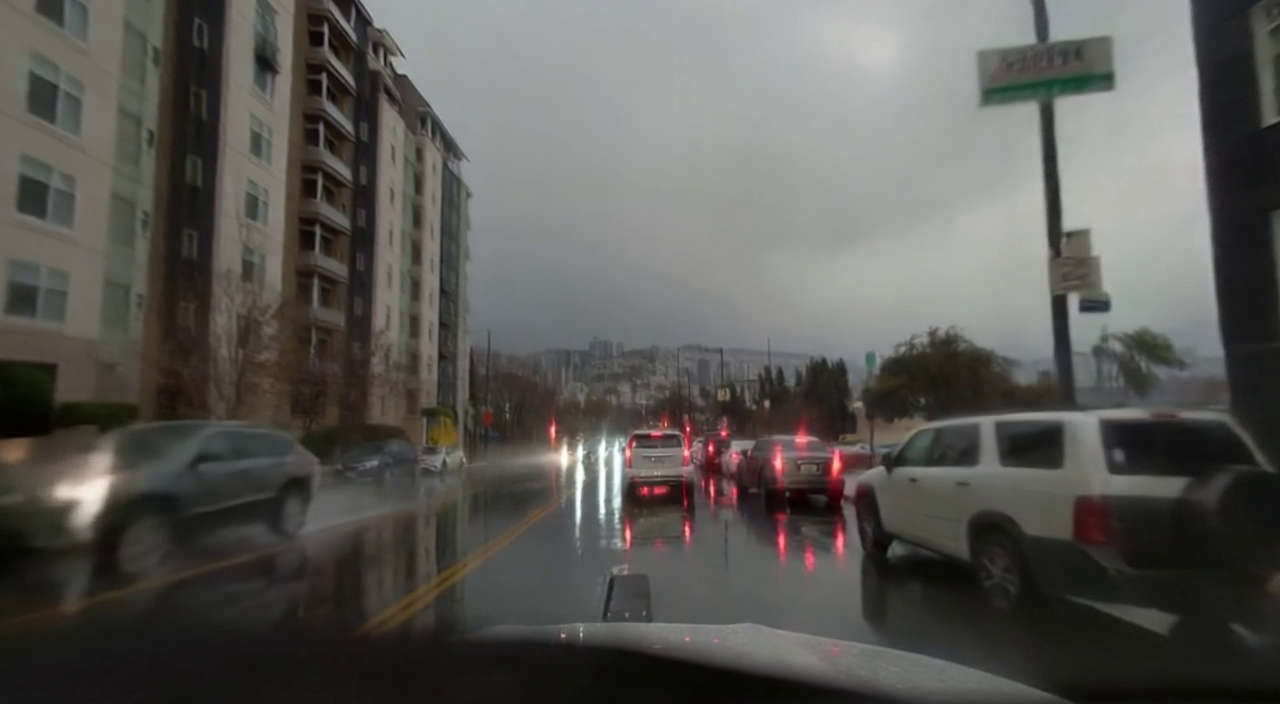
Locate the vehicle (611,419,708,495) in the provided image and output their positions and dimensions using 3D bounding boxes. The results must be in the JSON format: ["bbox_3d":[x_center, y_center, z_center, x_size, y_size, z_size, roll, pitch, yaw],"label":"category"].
[{"bbox_3d":[0.486,2.767,16.791,2.261,1.740,4.065,0,-9,1],"label":"vehicle"}]

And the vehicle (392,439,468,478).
[{"bbox_3d":[-9.279,4.739,28.255,1.955,1.555,4.424,0,-9,-1],"label":"vehicle"}]

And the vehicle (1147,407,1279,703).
[{"bbox_3d":[3.548,0.709,0.897,2.033,1.470,4.502,-1,-9,3],"label":"vehicle"}]

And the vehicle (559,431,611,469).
[{"bbox_3d":[-2.649,4.850,31.315,2.219,1.746,4.197,0,-9,0],"label":"vehicle"}]

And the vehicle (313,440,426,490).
[{"bbox_3d":[-9.309,3.915,22.173,2.002,1.546,4.339,0,-9,1],"label":"vehicle"}]

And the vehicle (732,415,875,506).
[{"bbox_3d":[3.675,2.564,15.214,2.158,1.828,4.573,0,-9,-1],"label":"vehicle"}]

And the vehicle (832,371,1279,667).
[{"bbox_3d":[3.673,1.328,6.117,2.076,1.722,4.721,0,-9,-1],"label":"vehicle"}]

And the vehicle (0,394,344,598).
[{"bbox_3d":[-6.225,1.675,8.202,2.345,1.831,4.828,0,-9,0],"label":"vehicle"}]
